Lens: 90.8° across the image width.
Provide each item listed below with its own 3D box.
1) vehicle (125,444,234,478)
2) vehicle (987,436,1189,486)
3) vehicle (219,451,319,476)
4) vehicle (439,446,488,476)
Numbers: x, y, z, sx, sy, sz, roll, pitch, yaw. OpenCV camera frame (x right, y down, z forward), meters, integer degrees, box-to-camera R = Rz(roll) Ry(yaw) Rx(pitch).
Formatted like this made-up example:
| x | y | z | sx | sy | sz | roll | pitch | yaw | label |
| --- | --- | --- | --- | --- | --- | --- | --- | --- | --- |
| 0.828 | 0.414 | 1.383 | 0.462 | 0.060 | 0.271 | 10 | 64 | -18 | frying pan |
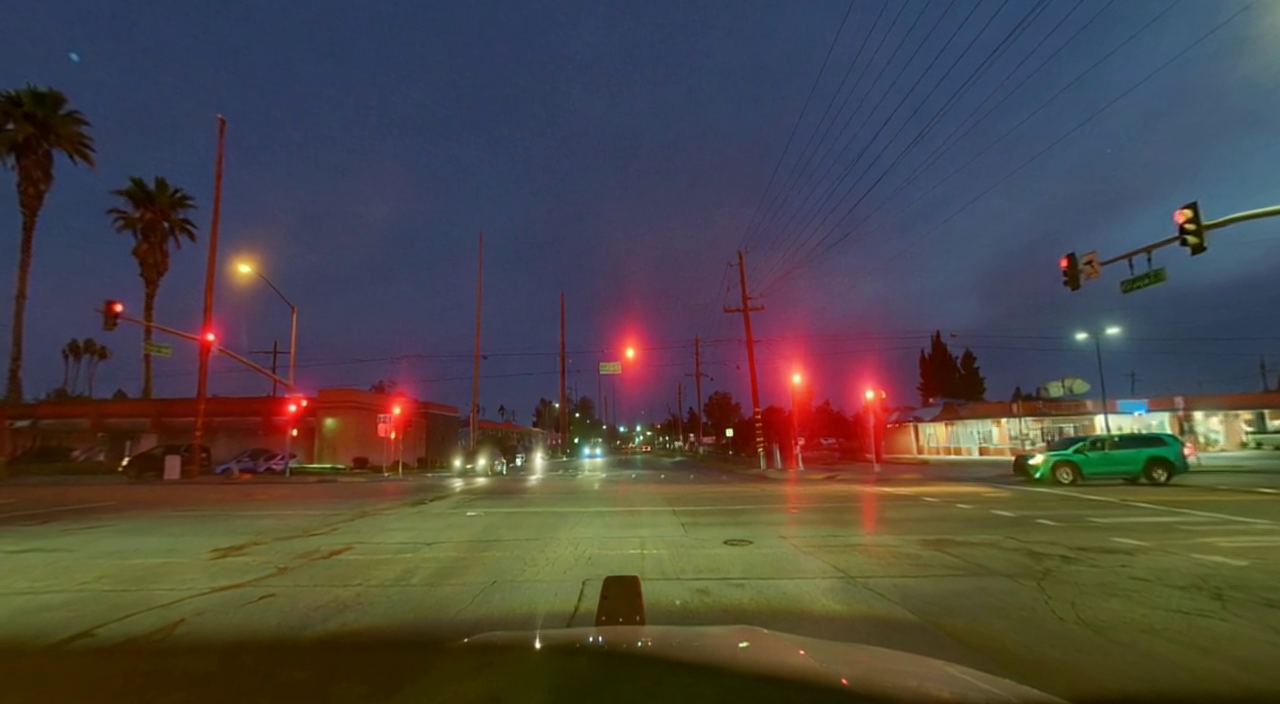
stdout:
| x | y | z | sx | sy | sz | roll | pitch | yaw | label |
| --- | --- | --- | --- | --- | --- | --- | --- | --- | --- |
| -25.920 | 6.142 | 35.675 | 4.613 | 1.820 | 2.021 | -1 | -9 | 4 | vehicle |
| 14.284 | 3.491 | 20.431 | 4.918 | 1.479 | 1.897 | -1 | -9 | 7 | vehicle |
| -22.297 | 6.699 | 38.063 | 4.849 | 1.444 | 1.881 | 0 | -9 | 1 | vehicle |
| -11.948 | 7.380 | 42.968 | 2.016 | 1.717 | 4.287 | 0 | -6 | 1 | vehicle |
